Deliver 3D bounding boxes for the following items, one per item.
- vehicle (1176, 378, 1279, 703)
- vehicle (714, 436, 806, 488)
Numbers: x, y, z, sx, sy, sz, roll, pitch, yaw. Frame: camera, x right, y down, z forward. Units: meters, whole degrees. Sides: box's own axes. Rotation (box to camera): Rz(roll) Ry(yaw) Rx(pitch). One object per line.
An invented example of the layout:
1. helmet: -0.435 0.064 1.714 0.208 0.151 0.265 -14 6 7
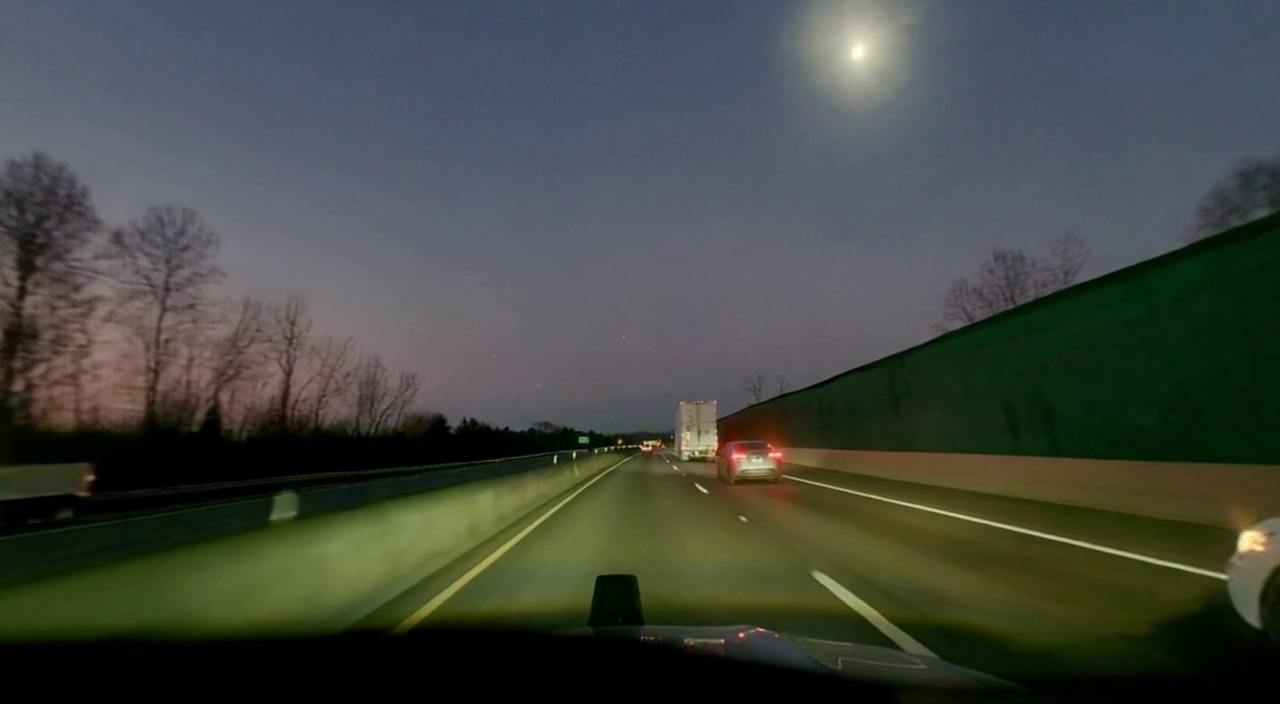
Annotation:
1. vehicle: 3.996 0.687 1.430 1.940 1.539 4.005 0 -8 -1
2. vehicle: 3.689 3.471 20.261 2.000 1.473 4.440 0 -8 -1
